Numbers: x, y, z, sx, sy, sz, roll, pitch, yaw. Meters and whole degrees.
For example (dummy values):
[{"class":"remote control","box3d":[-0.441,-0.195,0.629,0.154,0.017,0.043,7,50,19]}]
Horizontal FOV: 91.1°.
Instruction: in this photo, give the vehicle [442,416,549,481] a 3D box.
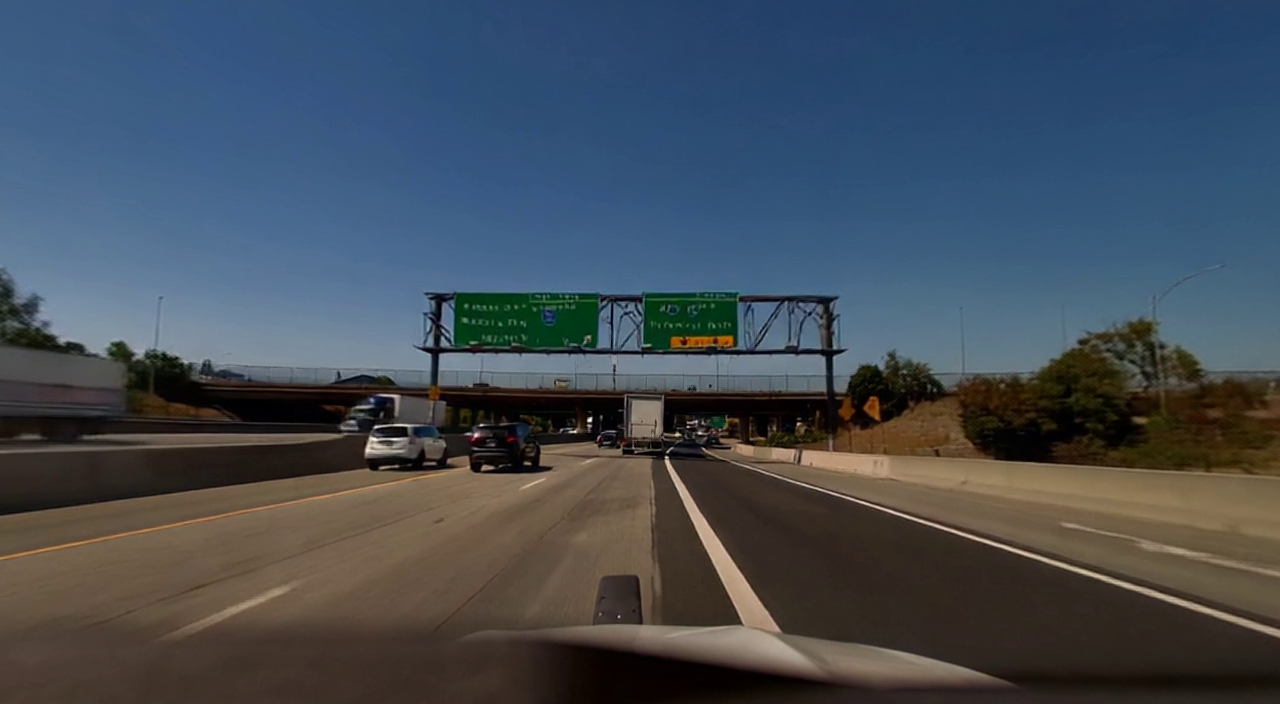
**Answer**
[{"class":"vehicle","box3d":[-4.354,2.988,19.806,2.119,1.787,4.655,0,-7,2]}]

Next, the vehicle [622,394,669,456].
[{"class":"vehicle","box3d":[0.445,5.435,46.313,3.024,4.019,10.605,0,-7,1]}]

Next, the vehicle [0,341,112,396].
[{"class":"vehicle","box3d":[-24.075,0.730,24.769,1.990,1.703,5.121,0,-7,1]}]

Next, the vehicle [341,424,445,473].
[{"class":"vehicle","box3d":[-8.228,3.239,21.319,1.845,1.493,3.799,0,-7,2]}]

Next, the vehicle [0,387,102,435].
[{"class":"vehicle","box3d":[-24.060,2.338,24.255,1.990,1.703,5.121,0,-7,1]}]
